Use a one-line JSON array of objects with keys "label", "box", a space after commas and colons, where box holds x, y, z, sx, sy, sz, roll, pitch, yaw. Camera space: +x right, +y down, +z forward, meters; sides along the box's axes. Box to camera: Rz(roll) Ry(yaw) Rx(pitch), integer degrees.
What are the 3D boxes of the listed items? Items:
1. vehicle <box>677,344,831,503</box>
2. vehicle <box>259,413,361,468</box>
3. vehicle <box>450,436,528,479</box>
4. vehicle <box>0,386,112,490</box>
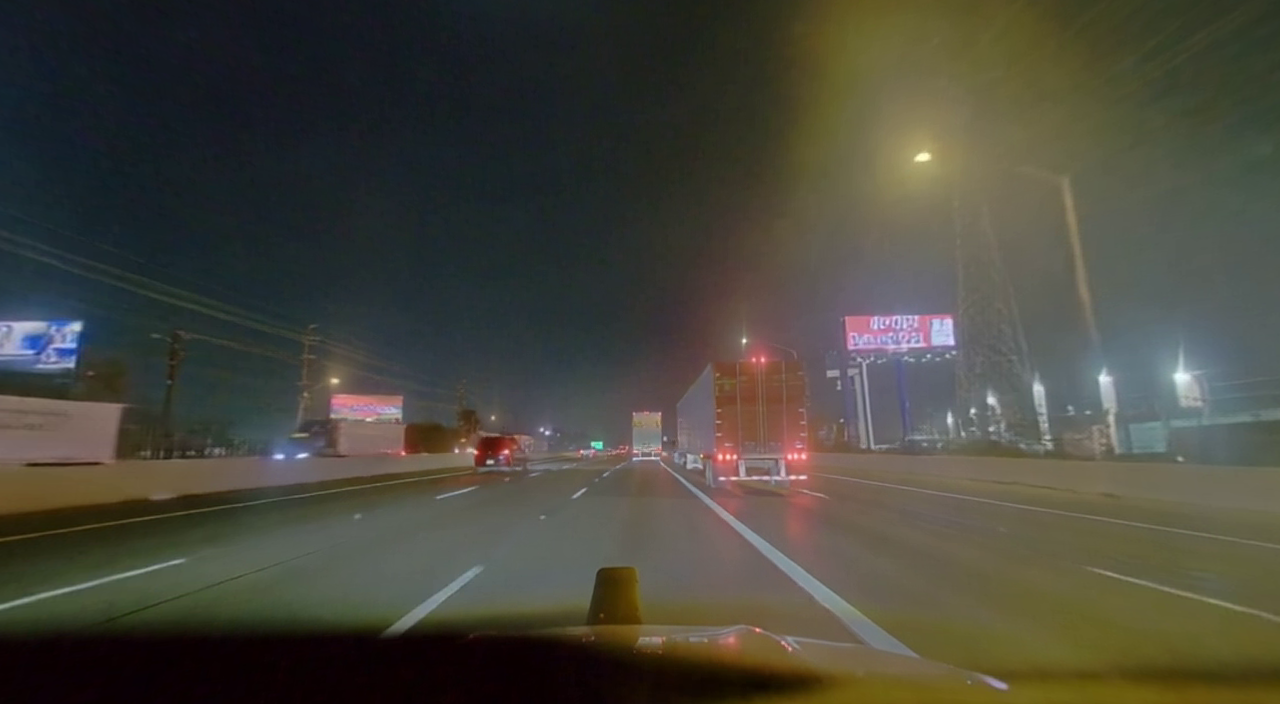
[{"label": "vehicle", "box": [3.451, 3.080, 24.828, 2.892, 4.152, 16.575, 0, -9, 0]}, {"label": "vehicle", "box": [-24.486, 6.717, 47.662, 2.894, 3.754, 8.528, 0, -9, 1]}, {"label": "vehicle", "box": [-7.406, 5.255, 31.803, 2.425, 1.917, 5.647, 0, -9, 1]}, {"label": "vehicle", "box": [-28.608, 3.137, 23.357, 2.823, 4.374, 17.794, 0, -9, 0]}]
